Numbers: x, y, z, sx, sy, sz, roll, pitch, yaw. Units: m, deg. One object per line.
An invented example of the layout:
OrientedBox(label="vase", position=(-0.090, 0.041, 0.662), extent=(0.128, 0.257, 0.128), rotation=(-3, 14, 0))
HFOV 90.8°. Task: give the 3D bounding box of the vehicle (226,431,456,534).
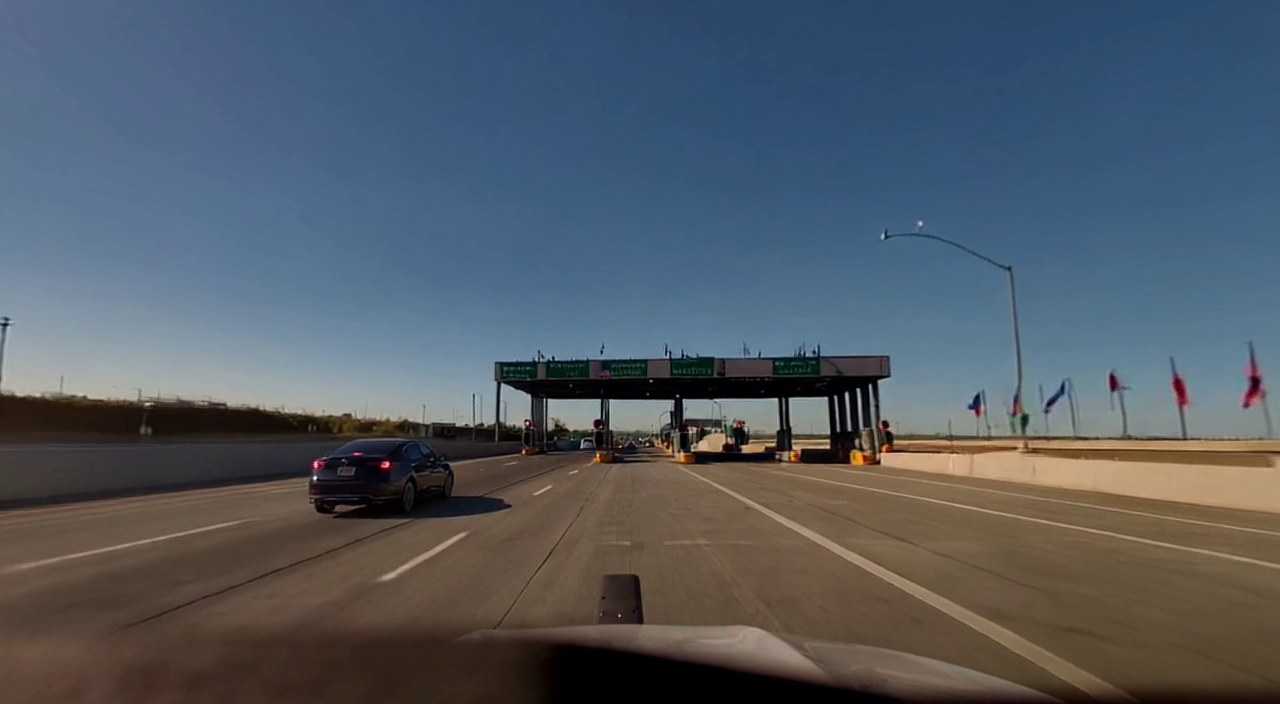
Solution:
OrientedBox(label="vehicle", position=(-4.921, 2.188, 11.262), extent=(1.981, 1.465, 4.334), rotation=(0, -8, 0))
